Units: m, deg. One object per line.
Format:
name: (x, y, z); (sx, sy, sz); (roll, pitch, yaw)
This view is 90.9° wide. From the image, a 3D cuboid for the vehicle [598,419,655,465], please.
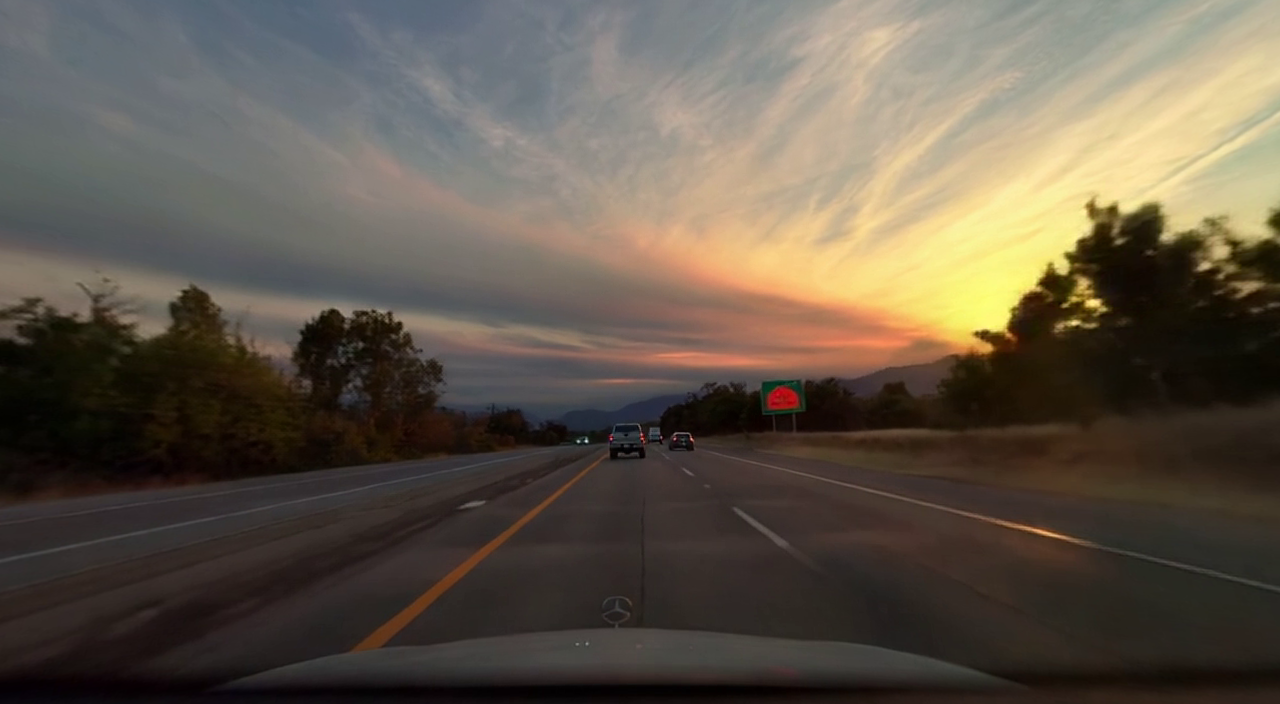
vehicle: (-0.624, 4.305, 30.192); (2.503, 2.044, 4.633); (0, -8, -1)
